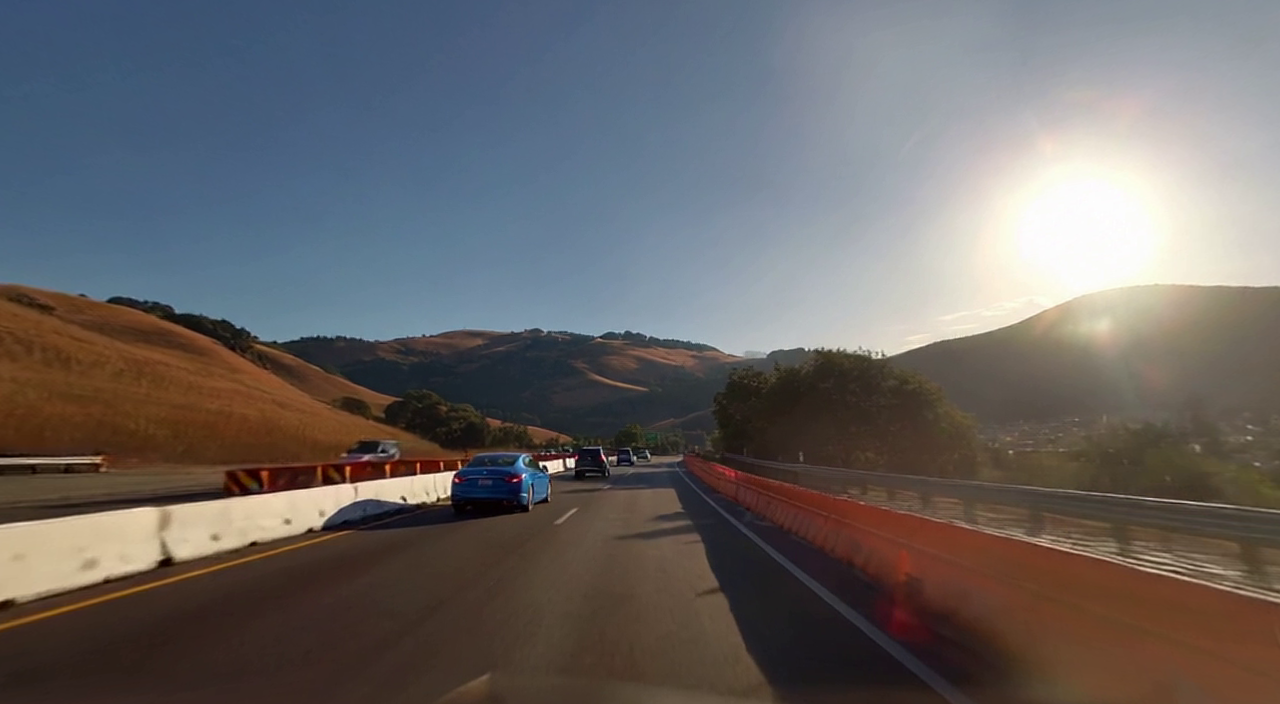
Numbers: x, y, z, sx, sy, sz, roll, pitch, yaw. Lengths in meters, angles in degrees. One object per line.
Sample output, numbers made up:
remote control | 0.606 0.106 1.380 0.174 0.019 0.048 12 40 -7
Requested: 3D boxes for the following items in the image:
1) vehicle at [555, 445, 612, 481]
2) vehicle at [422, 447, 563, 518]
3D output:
vehicle | -2.452 4.989 28.505 2.094 1.480 4.124 0 -9 2
vehicle | -3.014 2.770 13.860 2.061 1.330 3.928 0 -9 1
